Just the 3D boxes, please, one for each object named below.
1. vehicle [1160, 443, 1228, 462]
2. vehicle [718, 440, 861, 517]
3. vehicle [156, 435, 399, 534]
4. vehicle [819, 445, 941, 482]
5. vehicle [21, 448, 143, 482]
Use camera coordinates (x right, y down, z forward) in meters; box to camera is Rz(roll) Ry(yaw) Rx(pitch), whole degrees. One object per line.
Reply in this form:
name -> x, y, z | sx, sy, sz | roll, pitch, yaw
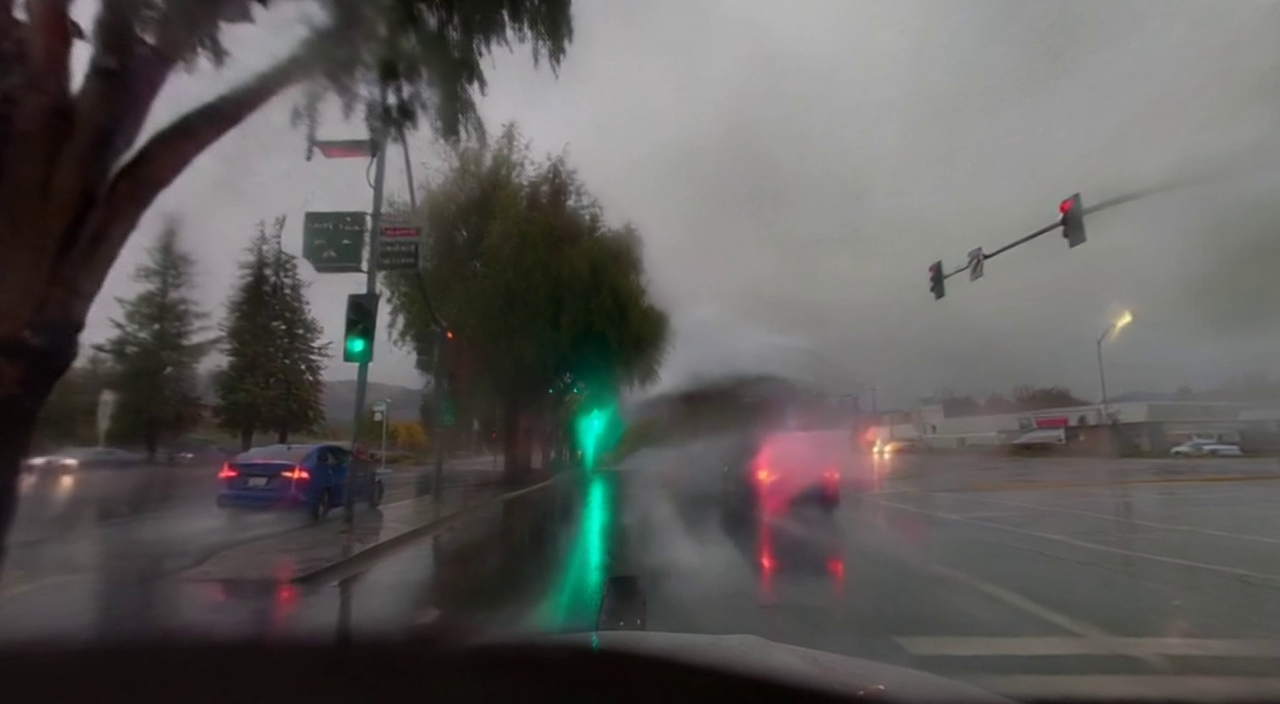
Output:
vehicle -> 43.696, 7.916, 49.783 | 1.723, 1.431, 3.880 | 0, -8, -1
vehicle -> 3.234, 2.828, 14.754 | 1.940, 1.487, 4.562 | 0, -8, -4
vehicle -> -6.396, 2.359, 11.919 | 1.995, 1.470, 4.556 | 0, -8, -2
vehicle -> 10.569, 4.894, 27.862 | 4.703, 1.492, 1.930 | 2, -9, -14
vehicle -> -26.176, 5.283, 29.796 | 1.800, 1.449, 4.379 | 0, -8, -1
